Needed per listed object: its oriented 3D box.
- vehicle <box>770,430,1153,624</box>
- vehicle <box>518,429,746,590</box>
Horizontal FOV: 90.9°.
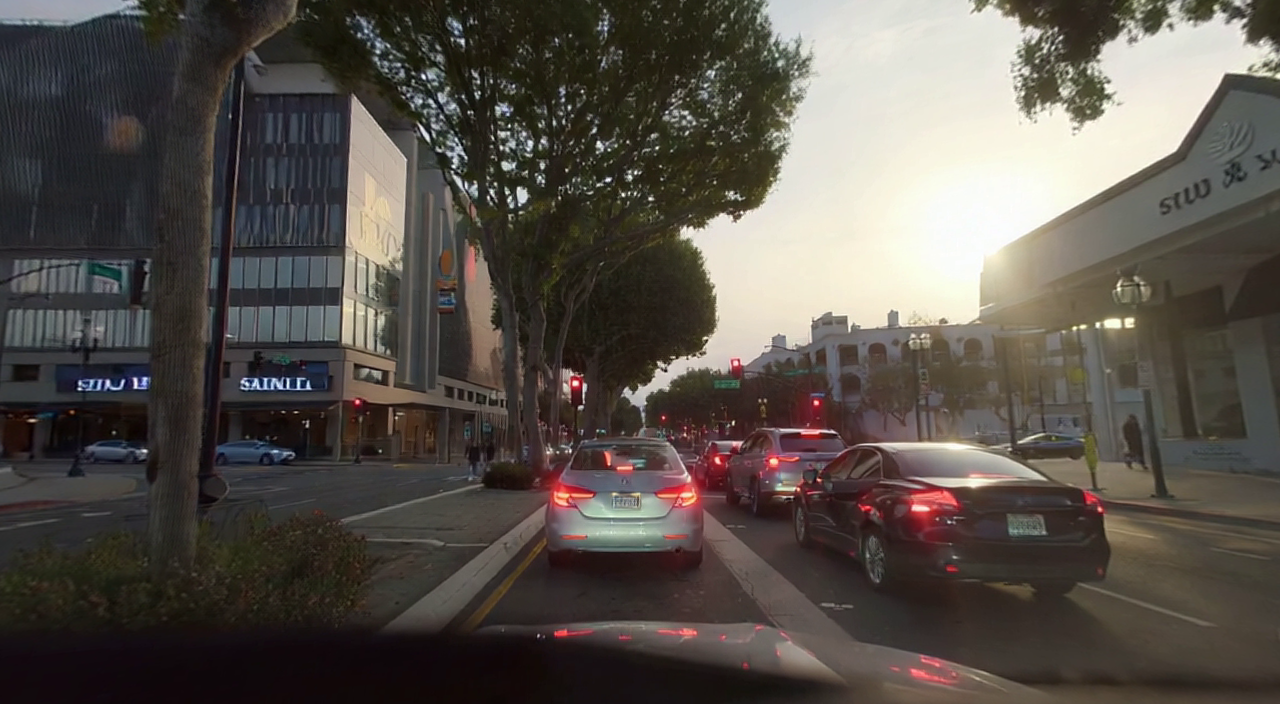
[{"bbox_3d":[2.906,1.650,6.997,1.893,1.446,4.270,0,-8,-2],"label":"vehicle"},{"bbox_3d":[-0.091,1.758,7.933,2.087,1.456,4.143,0,-8,0],"label":"vehicle"}]
